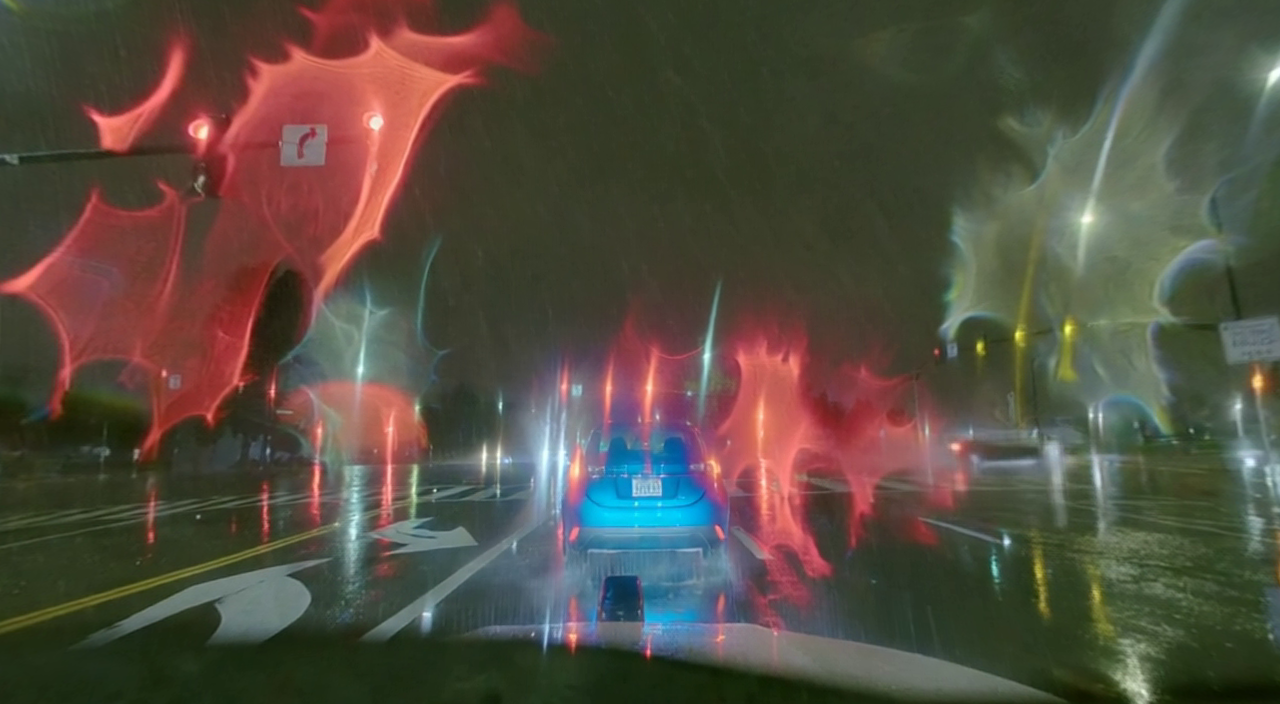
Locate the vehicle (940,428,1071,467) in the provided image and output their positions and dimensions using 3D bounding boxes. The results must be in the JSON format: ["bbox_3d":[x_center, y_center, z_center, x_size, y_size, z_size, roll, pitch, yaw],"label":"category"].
[{"bbox_3d":[18.320,4.815,31.829,5.247,1.889,2.050,0,-8,1],"label":"vehicle"}]

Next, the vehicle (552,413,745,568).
[{"bbox_3d":[0.048,1.756,8.709,2.027,1.626,3.942,0,-8,-1],"label":"vehicle"}]
